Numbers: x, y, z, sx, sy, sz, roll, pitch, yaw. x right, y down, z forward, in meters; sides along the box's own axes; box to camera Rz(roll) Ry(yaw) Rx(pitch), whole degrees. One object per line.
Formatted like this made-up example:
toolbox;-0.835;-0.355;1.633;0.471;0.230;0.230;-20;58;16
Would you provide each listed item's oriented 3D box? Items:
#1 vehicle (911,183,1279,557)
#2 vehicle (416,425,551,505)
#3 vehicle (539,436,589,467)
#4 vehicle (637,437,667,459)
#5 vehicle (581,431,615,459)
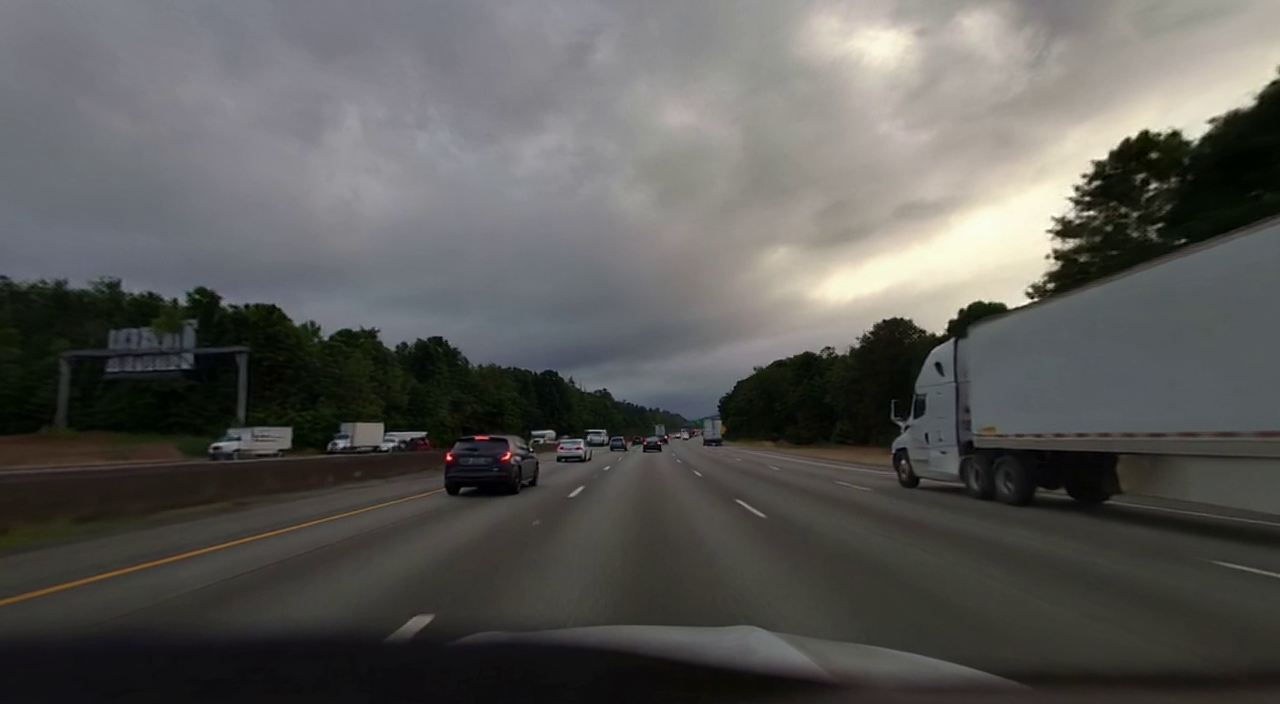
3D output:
vehicle;8.467;0.443;8.800;2.866;4.100;14.057;0;-8;-1
vehicle;-3.502;2.591;15.046;2.137;1.618;4.209;0;-8;0
vehicle;-3.809;5.047;32.331;2.013;1.460;4.027;0;-8;1
vehicle;0.819;6.743;44.671;2.004;1.465;3.842;0;-8;0
vehicle;-2.926;6.596;44.901;2.064;1.826;4.263;0;-8;1
